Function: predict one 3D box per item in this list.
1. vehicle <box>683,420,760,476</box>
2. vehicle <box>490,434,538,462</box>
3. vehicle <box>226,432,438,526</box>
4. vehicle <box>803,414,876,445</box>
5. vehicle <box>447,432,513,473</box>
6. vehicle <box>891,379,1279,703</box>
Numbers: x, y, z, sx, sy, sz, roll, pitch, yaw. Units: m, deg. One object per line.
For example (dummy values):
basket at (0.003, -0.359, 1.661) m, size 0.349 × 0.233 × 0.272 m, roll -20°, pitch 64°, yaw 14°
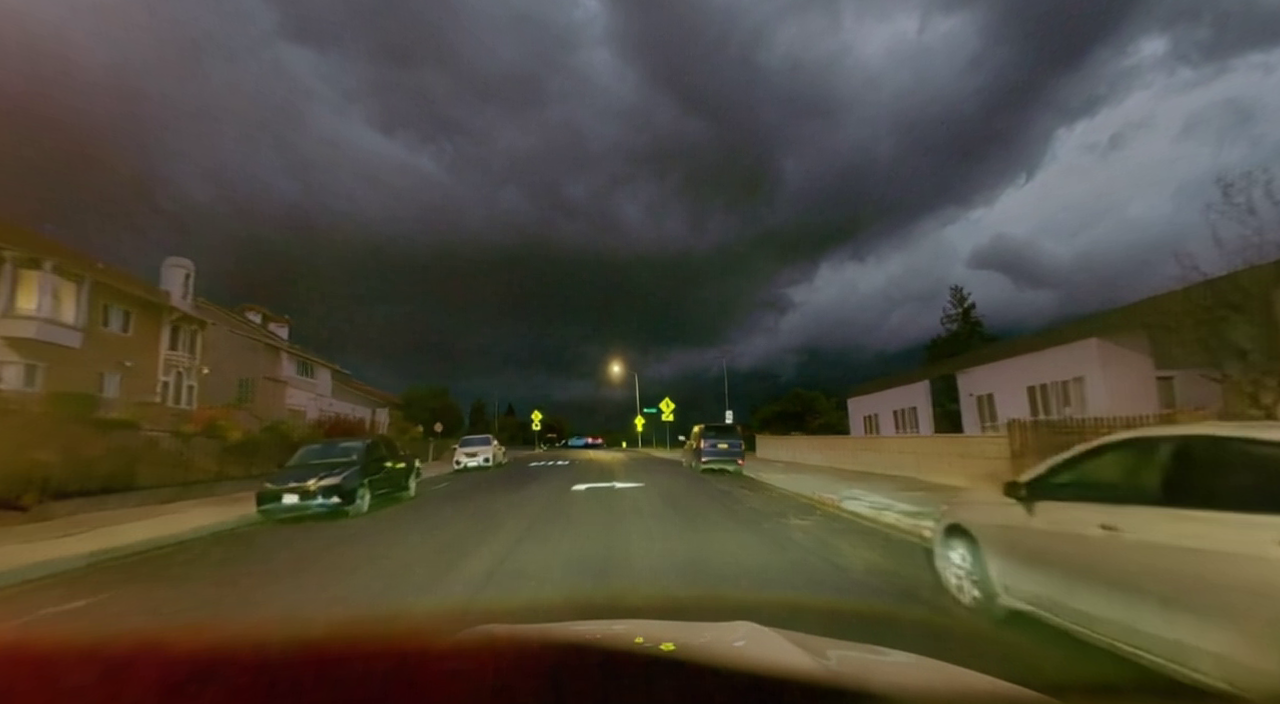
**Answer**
vehicle at (2.637, 3.221, 21.486) m, size 1.997 × 1.663 × 4.544 m, roll 0°, pitch -8°, yaw 0°
vehicle at (-6.823, 5.244, 34.571) m, size 1.919 × 1.464 × 4.155 m, roll 0°, pitch -8°, yaw -2°
vehicle at (-5.916, 2.432, 13.105) m, size 1.972 × 1.502 × 5.530 m, roll 0°, pitch -7°, yaw -4°
vehicle at (12.578, 4.906, 39.687) m, size 4.184 × 1.817 × 2.026 m, roll -4°, pitch -8°, yaw 21°
vehicle at (-6.456, 4.062, 25.828) m, size 1.842 × 1.540 × 3.704 m, roll 0°, pitch -8°, yaw -2°
vehicle at (3.249, 0.979, 3.089) m, size 1.875 × 1.568 × 4.899 m, roll 0°, pitch -7°, yaw -2°
